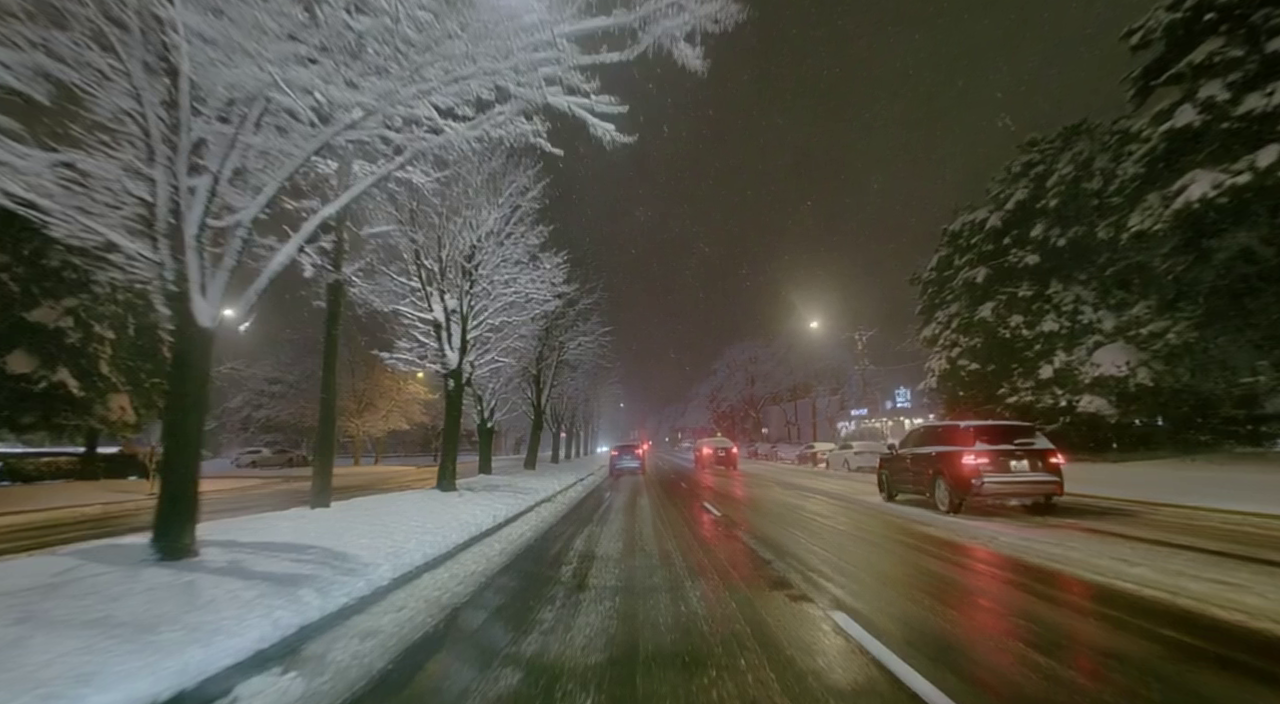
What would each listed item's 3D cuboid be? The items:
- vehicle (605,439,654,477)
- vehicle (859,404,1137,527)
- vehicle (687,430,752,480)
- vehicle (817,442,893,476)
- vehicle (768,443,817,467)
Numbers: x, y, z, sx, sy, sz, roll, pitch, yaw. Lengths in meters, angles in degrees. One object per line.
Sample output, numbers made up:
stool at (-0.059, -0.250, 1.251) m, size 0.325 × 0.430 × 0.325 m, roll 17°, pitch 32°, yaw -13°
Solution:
vehicle at (-0.463, 4.708, 28.265) m, size 2.037 × 1.568 × 3.693 m, roll 0°, pitch -8°, yaw -1°
vehicle at (6.653, 2.213, 12.870) m, size 2.240 × 1.923 × 5.678 m, roll 0°, pitch -8°, yaw -1°
vehicle at (3.125, 4.167, 25.838) m, size 1.955 × 1.845 × 4.538 m, roll 0°, pitch -8°, yaw -1°
vehicle at (10.136, 5.044, 30.146) m, size 1.970 × 1.470 × 4.602 m, roll 0°, pitch -8°, yaw 0°
vehicle at (10.096, 6.836, 42.183) m, size 2.021 × 1.481 × 4.746 m, roll 0°, pitch -8°, yaw 0°
